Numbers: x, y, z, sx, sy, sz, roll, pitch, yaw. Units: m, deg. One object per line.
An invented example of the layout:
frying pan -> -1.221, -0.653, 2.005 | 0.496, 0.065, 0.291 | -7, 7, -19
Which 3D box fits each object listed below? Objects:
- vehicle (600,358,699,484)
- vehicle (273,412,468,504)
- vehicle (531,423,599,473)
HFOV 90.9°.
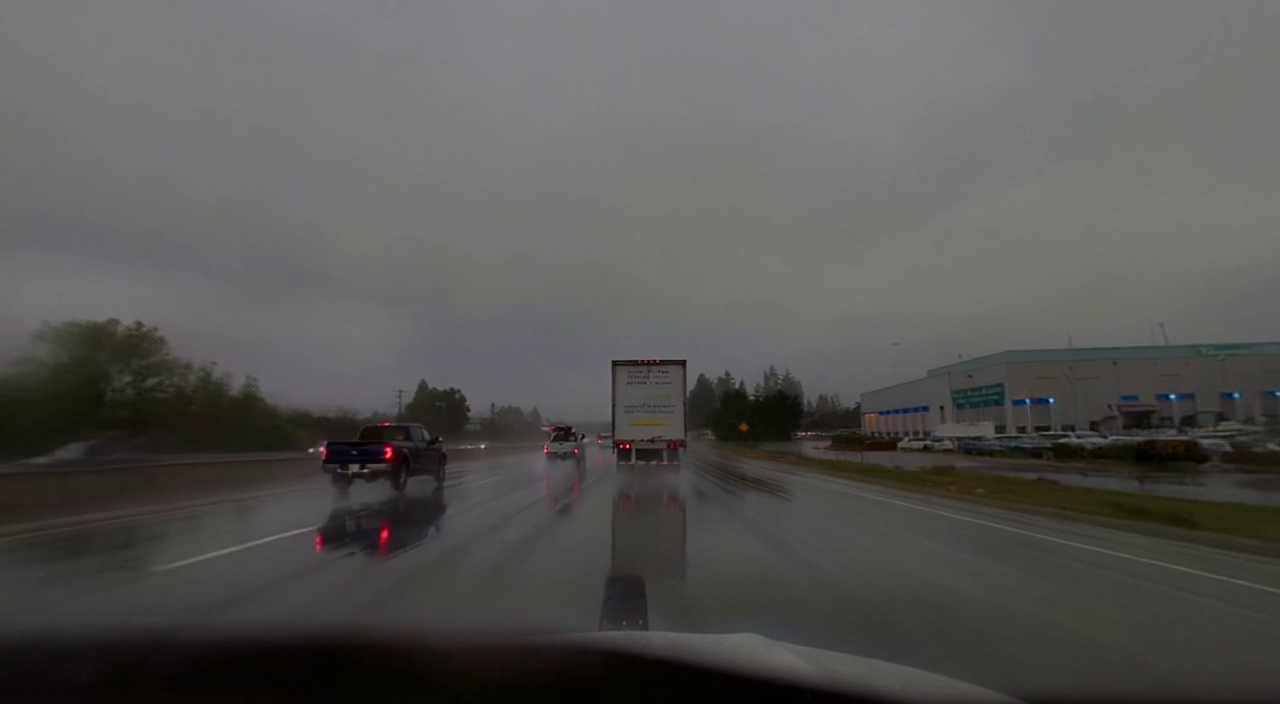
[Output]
vehicle -> 0.246, 2.787, 23.834 | 2.941, 3.794, 9.851 | 0, -9, 0
vehicle -> -6.684, 2.750, 16.750 | 2.479, 1.978, 5.952 | 0, -9, 1
vehicle -> -3.332, 4.474, 29.435 | 2.379, 2.075, 6.169 | 0, -9, 1
